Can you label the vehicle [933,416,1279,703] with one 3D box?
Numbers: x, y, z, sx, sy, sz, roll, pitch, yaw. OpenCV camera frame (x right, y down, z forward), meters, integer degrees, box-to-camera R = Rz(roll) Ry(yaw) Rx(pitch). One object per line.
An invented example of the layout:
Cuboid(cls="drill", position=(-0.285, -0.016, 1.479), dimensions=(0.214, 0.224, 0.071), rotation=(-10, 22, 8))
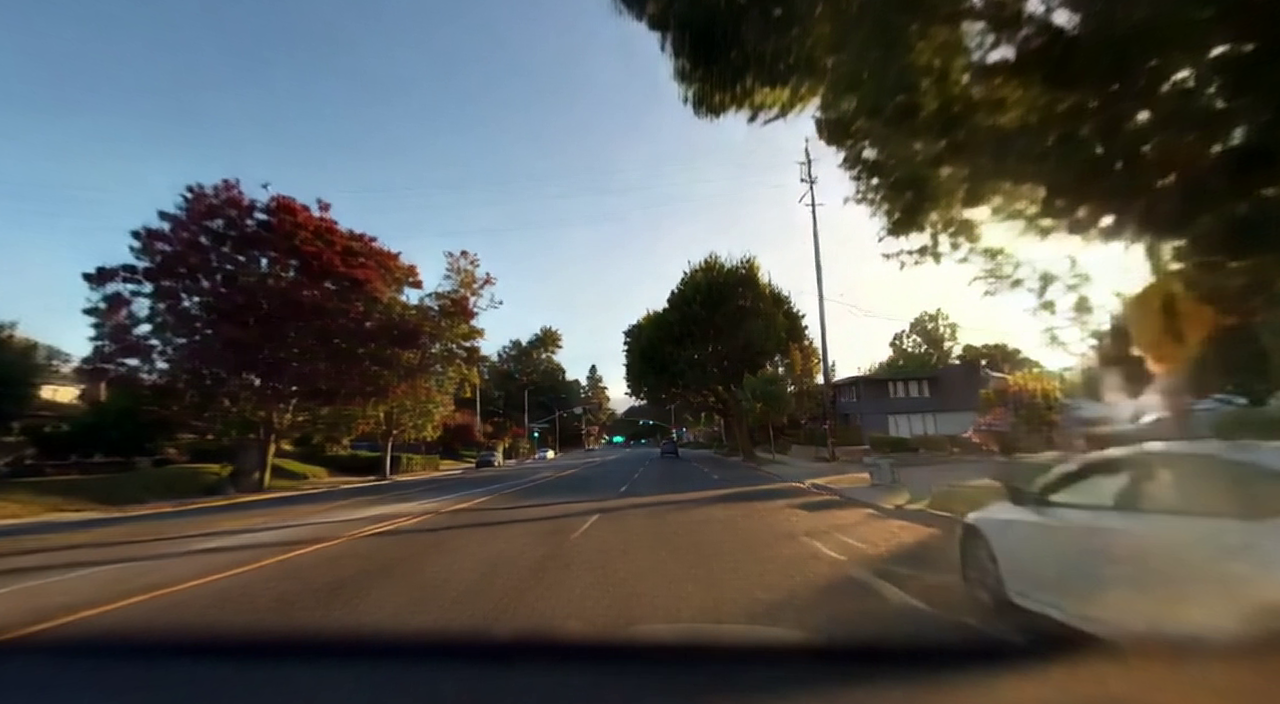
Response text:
Cuboid(cls="vehicle", position=(3.618, 1.098, 3.285), dimensions=(1.993, 1.457, 4.599), rotation=(0, -8, 0))
